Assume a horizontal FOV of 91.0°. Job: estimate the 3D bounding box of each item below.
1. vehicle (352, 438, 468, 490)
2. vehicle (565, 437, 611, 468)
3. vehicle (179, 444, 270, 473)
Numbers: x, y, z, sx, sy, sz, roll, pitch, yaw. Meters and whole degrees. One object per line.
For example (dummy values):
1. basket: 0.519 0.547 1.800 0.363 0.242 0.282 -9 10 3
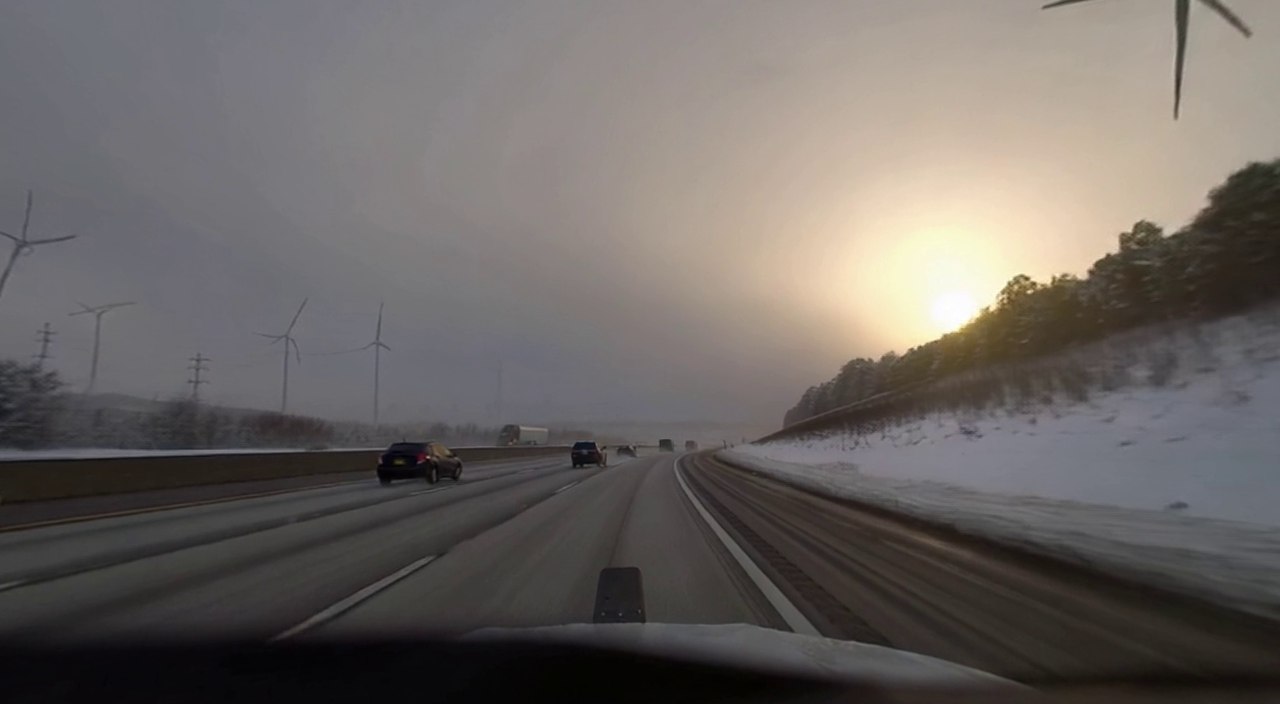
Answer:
1. vehicle: -7.612 3.743 21.448 2.015 1.537 4.728 0 -9 2
2. vehicle: -3.051 6.015 37.865 2.118 1.702 4.355 0 -9 4
3. vehicle: -21.208 5.445 32.357 1.993 1.392 3.767 0 -9 2
